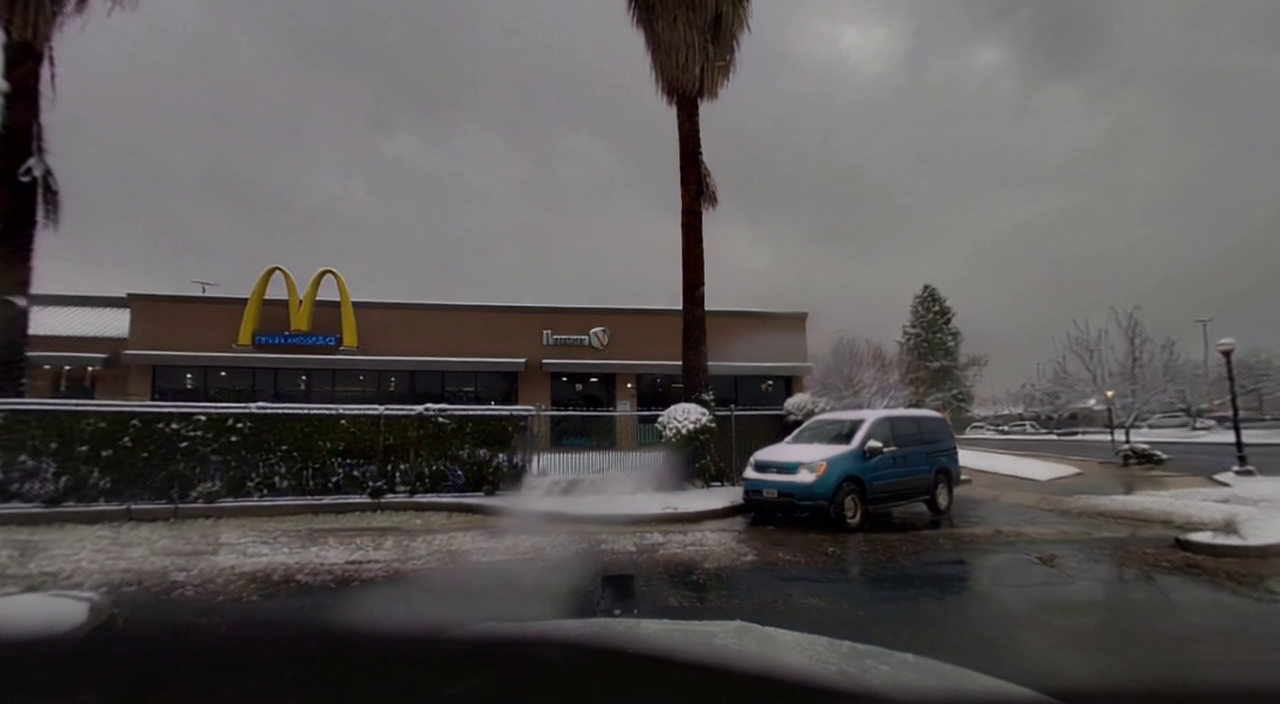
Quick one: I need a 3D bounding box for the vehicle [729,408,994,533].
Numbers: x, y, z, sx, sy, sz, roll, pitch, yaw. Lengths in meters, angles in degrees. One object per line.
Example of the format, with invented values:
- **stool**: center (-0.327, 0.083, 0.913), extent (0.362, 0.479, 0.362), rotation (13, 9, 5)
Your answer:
- **vehicle**: center (3.952, 1.948, 11.197), extent (4.365, 1.791, 2.073), rotation (4, -7, -31)
